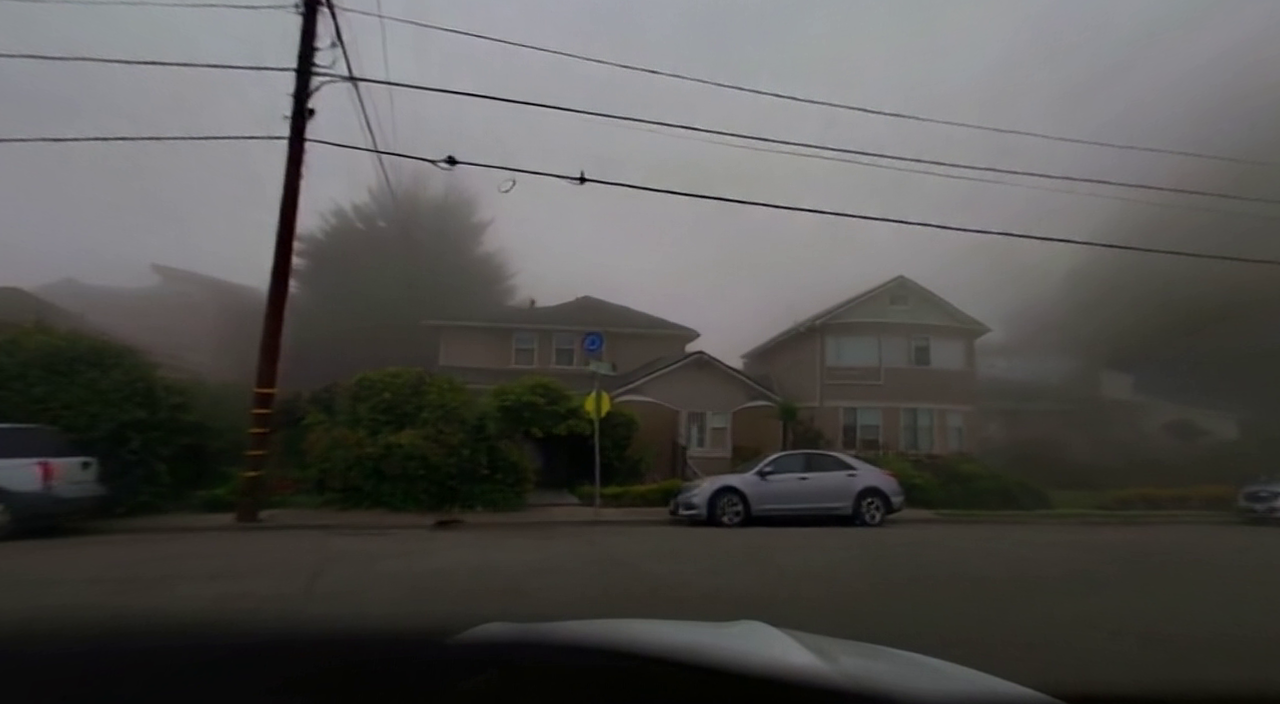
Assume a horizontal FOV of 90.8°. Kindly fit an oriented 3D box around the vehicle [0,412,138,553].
[{"bbox_3d":[-10.123,1.714,8.373,4.943,1.731,1.877,2,-10,-14],"label":"vehicle"}]

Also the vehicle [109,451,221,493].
[{"bbox_3d":[-17.970,4.530,24.160,1.847,1.418,3.946,2,-10,-12],"label":"vehicle"}]

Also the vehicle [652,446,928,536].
[{"bbox_3d":[2.606,2.446,11.387,4.469,1.391,1.746,2,-11,-13],"label":"vehicle"}]
